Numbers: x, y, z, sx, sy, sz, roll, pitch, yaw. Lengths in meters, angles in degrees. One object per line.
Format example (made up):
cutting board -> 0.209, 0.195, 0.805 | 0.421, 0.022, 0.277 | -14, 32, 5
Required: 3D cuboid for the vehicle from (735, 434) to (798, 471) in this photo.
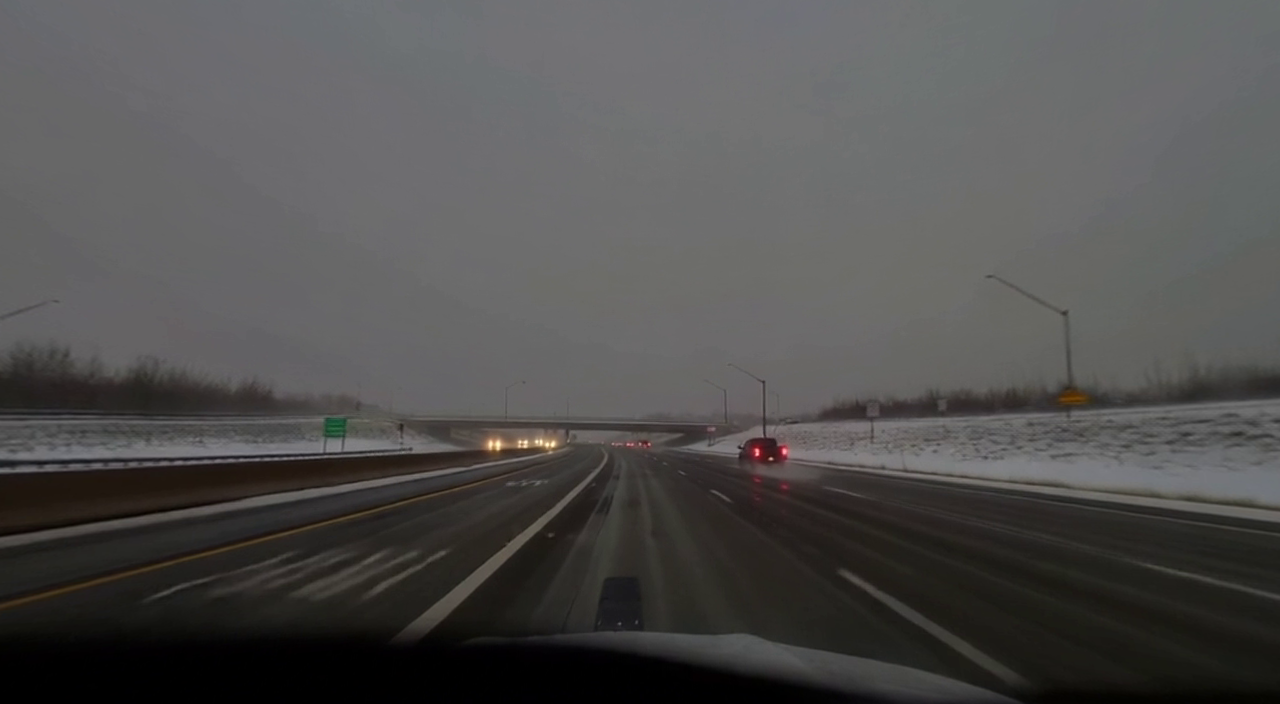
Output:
vehicle -> 6.303, 5.090, 32.056 | 2.104, 1.723, 4.538 | 0, -8, -2
